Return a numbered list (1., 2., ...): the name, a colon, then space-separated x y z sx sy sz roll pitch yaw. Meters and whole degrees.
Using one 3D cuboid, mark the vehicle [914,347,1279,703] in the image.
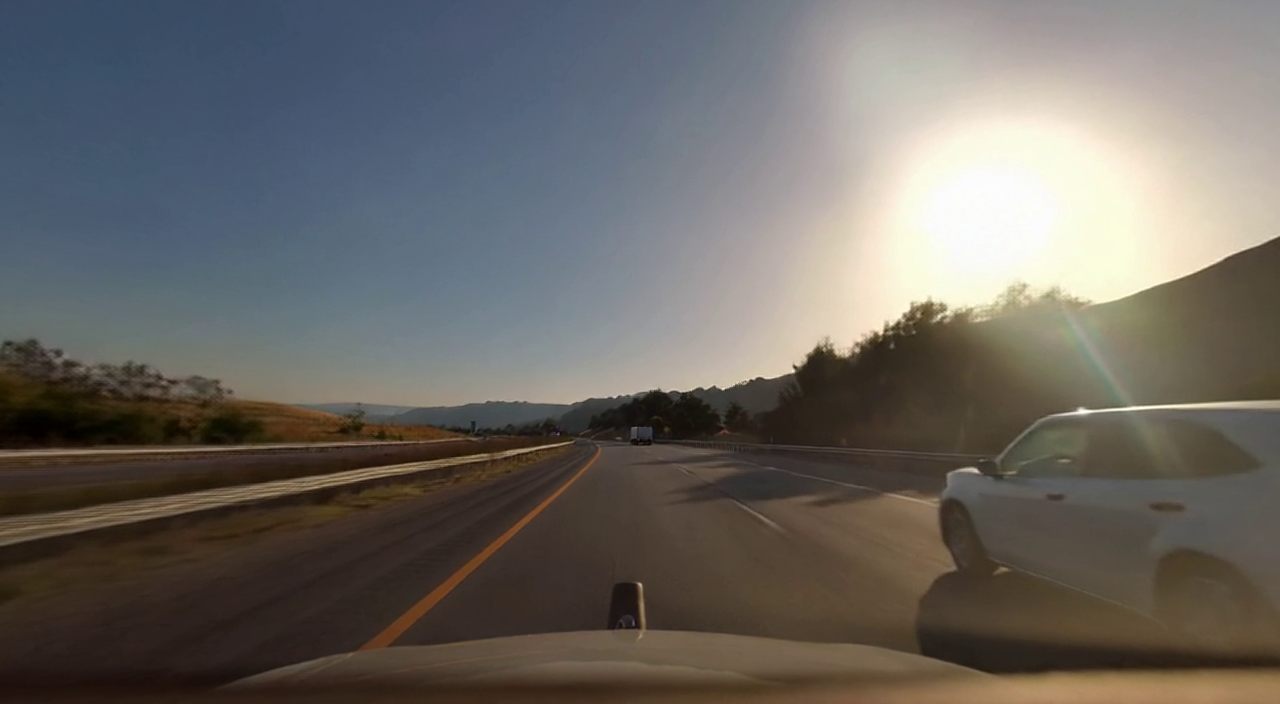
1. vehicle: 3.670 0.990 3.999 1.941 1.655 4.137 0 -8 -1
